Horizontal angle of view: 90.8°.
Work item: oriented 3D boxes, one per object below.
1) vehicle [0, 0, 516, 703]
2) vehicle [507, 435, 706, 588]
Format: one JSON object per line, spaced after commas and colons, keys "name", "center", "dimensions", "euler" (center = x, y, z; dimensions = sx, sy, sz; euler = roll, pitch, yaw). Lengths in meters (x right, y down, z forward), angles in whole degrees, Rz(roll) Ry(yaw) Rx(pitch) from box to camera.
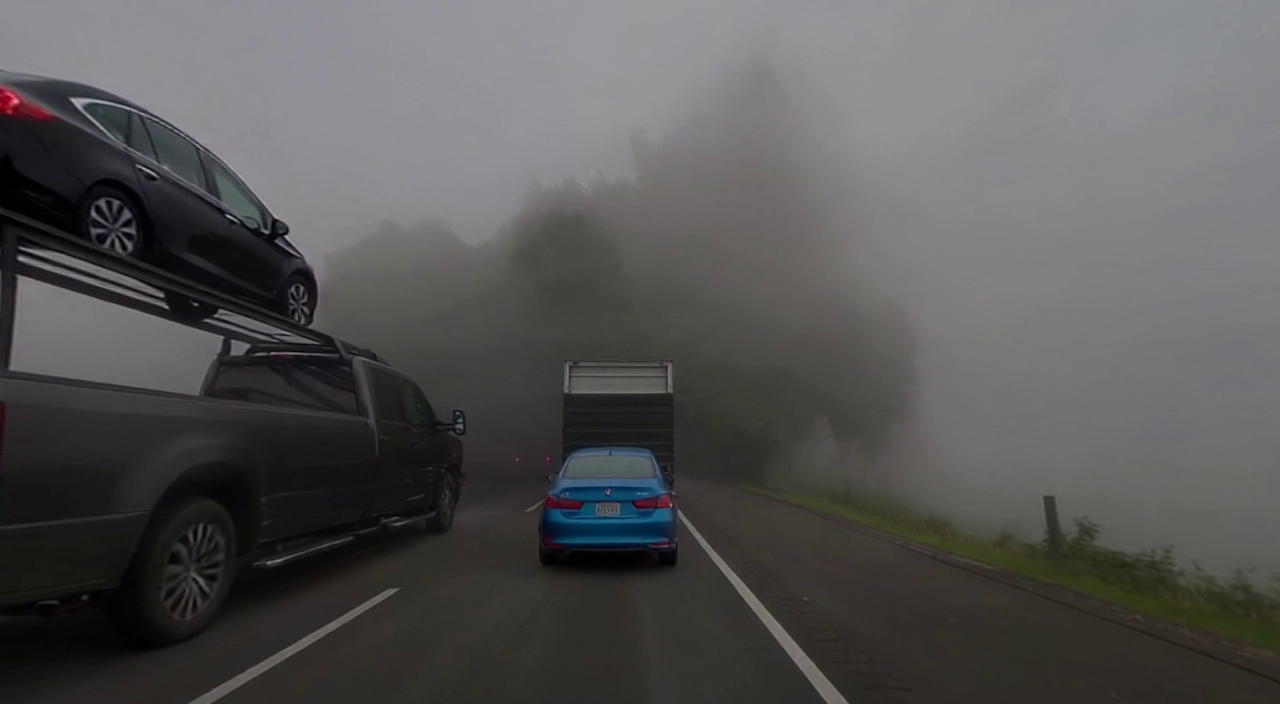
{"name": "vehicle", "center": [-4.591, 0.702, 8.871], "dimensions": [2.836, 4.059, 14.286], "euler": [0, -9, 0]}
{"name": "vehicle", "center": [-0.352, 1.868, 8.101], "dimensions": [1.991, 1.507, 3.391], "euler": [0, -9, -1]}
